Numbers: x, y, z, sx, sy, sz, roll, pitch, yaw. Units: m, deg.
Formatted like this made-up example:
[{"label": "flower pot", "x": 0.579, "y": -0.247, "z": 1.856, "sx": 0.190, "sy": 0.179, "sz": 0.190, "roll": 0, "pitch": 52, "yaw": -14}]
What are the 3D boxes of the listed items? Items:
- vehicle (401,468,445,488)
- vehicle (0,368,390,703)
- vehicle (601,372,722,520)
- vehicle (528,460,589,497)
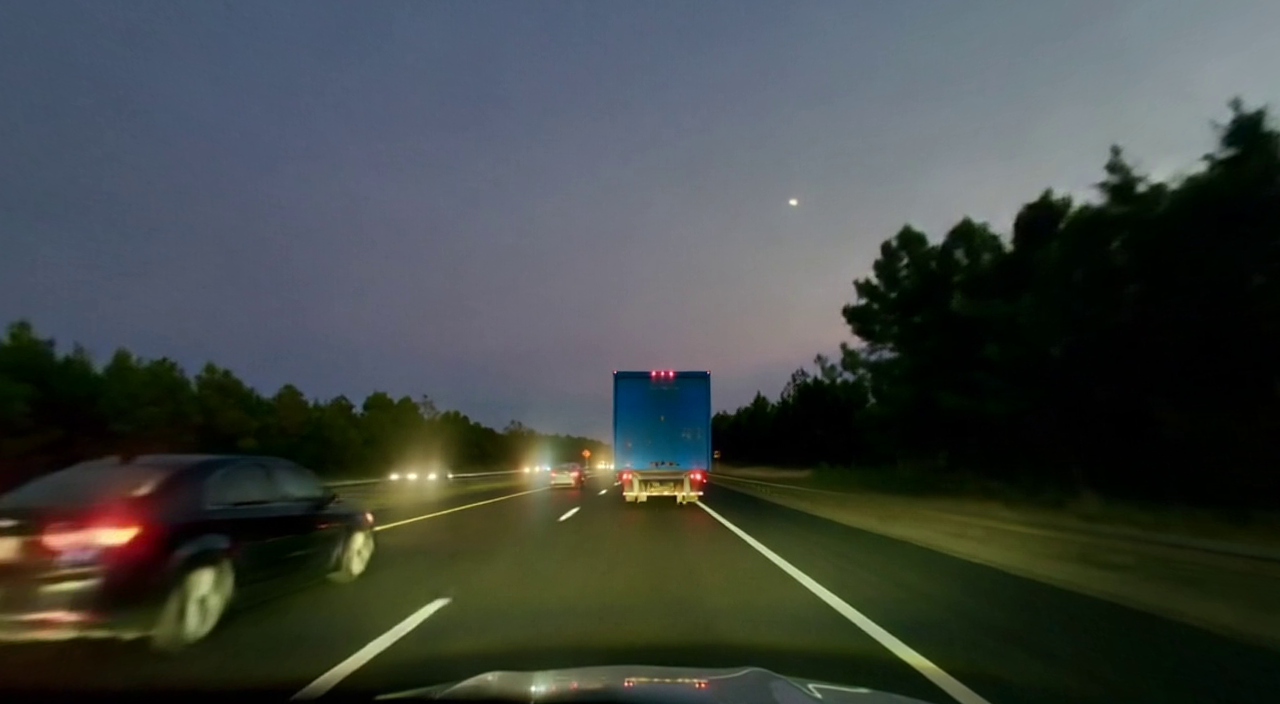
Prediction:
[{"label": "vehicle", "x": -16.305, "y": 9.518, "z": 47.584, "sx": 1.737, "sy": 1.393, "sz": 4.108, "roll": 0, "pitch": -10, "yaw": 1}, {"label": "vehicle", "x": -3.787, "y": 1.246, "z": 4.498, "sx": 2.076, "sy": 1.691, "sz": 4.555, "roll": 1, "pitch": -10, "yaw": 0}, {"label": "vehicle", "x": 0.571, "y": 3.212, "z": 20.676, "sx": 3.008, "sy": 3.678, "sz": 9.512, "roll": 1, "pitch": -10, "yaw": 0}, {"label": "vehicle", "x": -3.597, "y": 5.722, "z": 28.769, "sx": 2.079, "sy": 1.506, "sz": 4.821, "roll": 0, "pitch": -10, "yaw": 1}]
